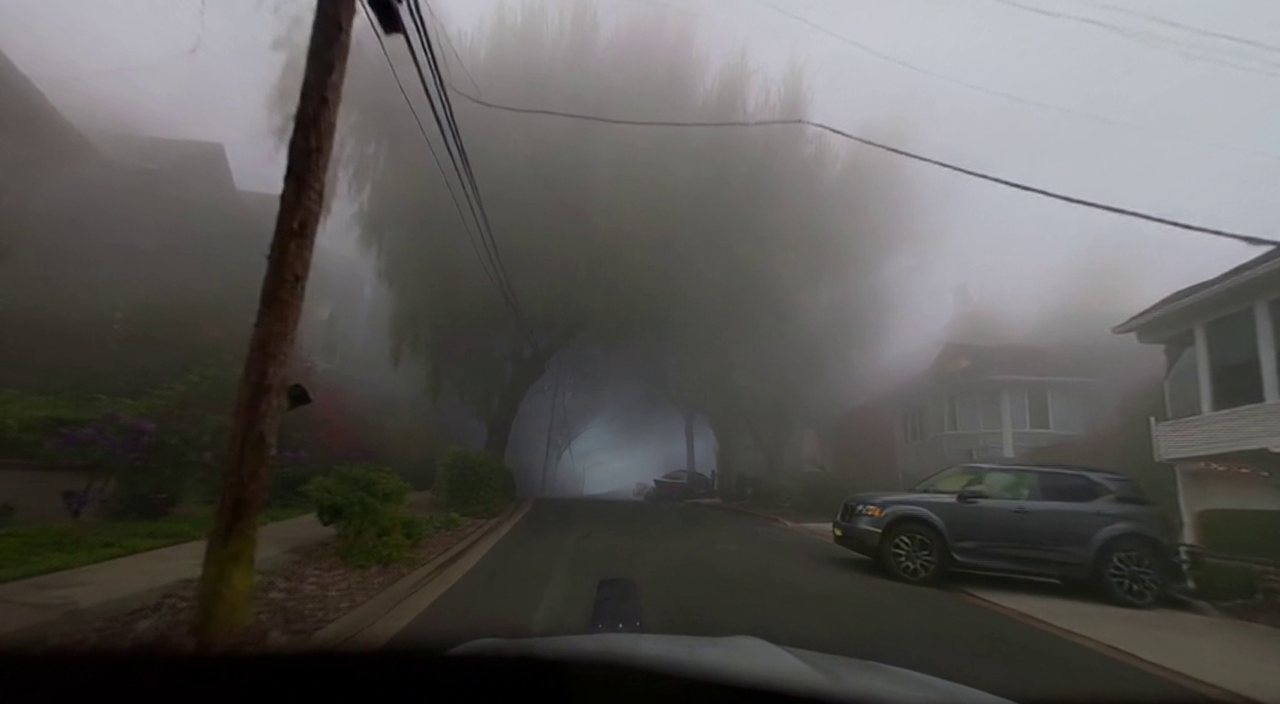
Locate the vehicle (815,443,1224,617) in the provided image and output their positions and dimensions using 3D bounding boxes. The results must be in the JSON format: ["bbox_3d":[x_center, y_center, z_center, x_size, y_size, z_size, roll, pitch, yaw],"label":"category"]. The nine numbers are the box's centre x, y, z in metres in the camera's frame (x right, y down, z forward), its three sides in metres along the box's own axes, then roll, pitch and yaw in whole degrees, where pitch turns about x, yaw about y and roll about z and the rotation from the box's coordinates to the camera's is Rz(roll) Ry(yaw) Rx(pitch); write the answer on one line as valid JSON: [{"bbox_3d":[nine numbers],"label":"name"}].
[{"bbox_3d":[5.082,2.389,8.992,4.501,1.678,2.078,6,-9,0],"label":"vehicle"}]

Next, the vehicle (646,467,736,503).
[{"bbox_3d":[2.638,7.023,33.478,4.413,1.728,1.869,1,-9,-9],"label":"vehicle"}]
